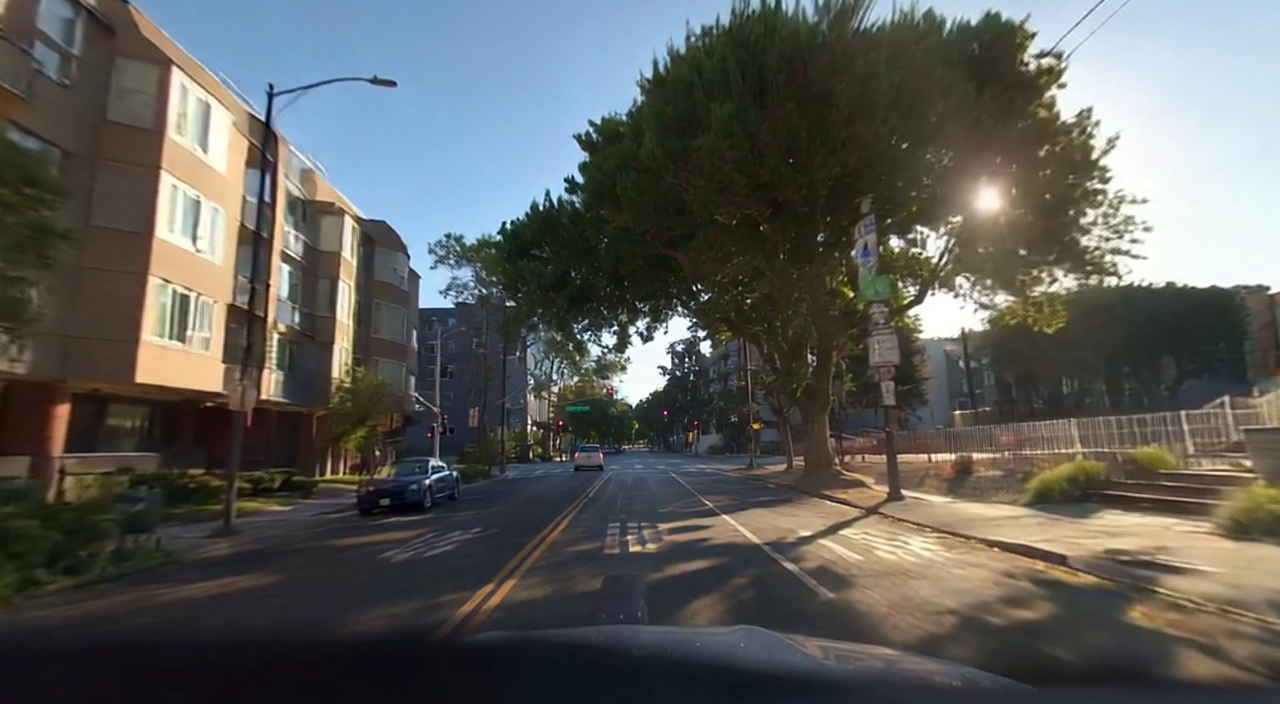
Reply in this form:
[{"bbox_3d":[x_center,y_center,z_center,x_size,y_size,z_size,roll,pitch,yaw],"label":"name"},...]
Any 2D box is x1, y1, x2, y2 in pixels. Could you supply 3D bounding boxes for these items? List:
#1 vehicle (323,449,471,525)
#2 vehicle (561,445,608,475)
[{"bbox_3d":[-5.823,3.241,15.806,1.947,1.473,4.397,-3,-9,1],"label":"vehicle"},{"bbox_3d":[-2.840,5.658,33.314,2.029,1.438,4.313,0,-8,1],"label":"vehicle"}]
